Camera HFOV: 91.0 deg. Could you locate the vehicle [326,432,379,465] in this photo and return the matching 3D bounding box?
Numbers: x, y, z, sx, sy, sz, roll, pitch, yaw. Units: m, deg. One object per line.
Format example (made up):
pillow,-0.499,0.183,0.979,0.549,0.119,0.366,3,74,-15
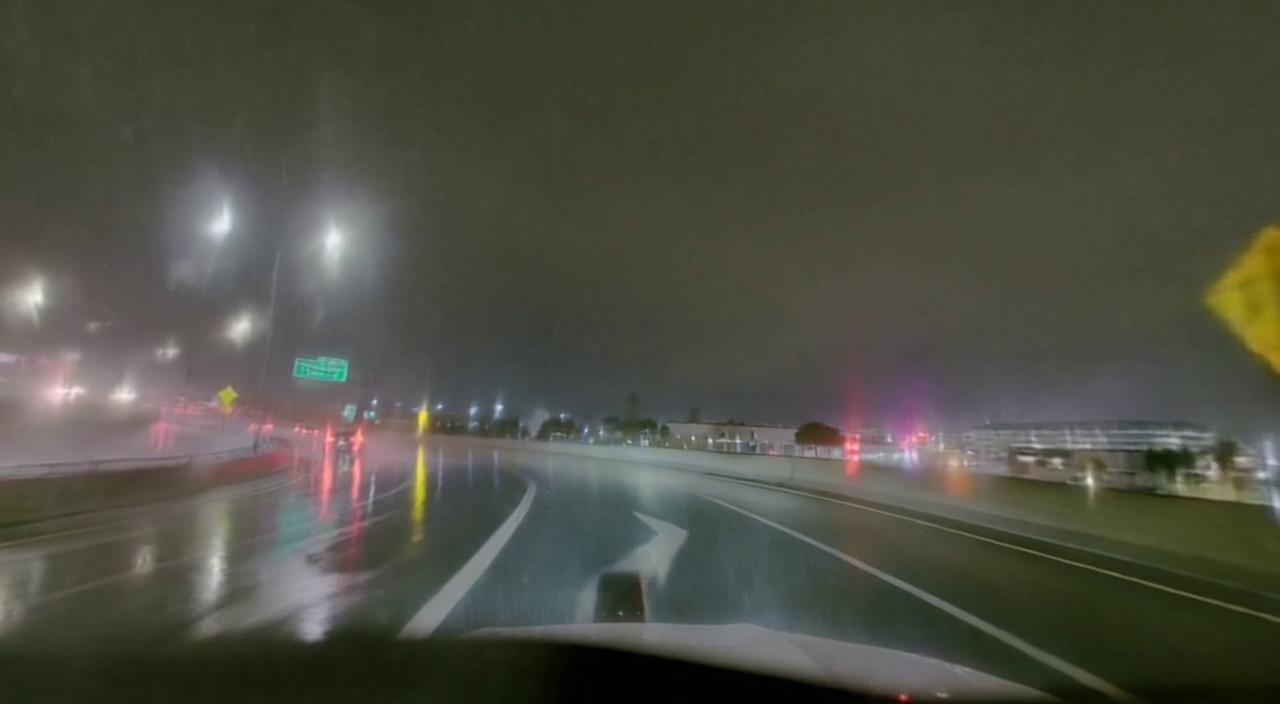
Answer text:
vehicle,-15.391,5.126,33.558,2.234,1.588,4.484,5,-9,-27
